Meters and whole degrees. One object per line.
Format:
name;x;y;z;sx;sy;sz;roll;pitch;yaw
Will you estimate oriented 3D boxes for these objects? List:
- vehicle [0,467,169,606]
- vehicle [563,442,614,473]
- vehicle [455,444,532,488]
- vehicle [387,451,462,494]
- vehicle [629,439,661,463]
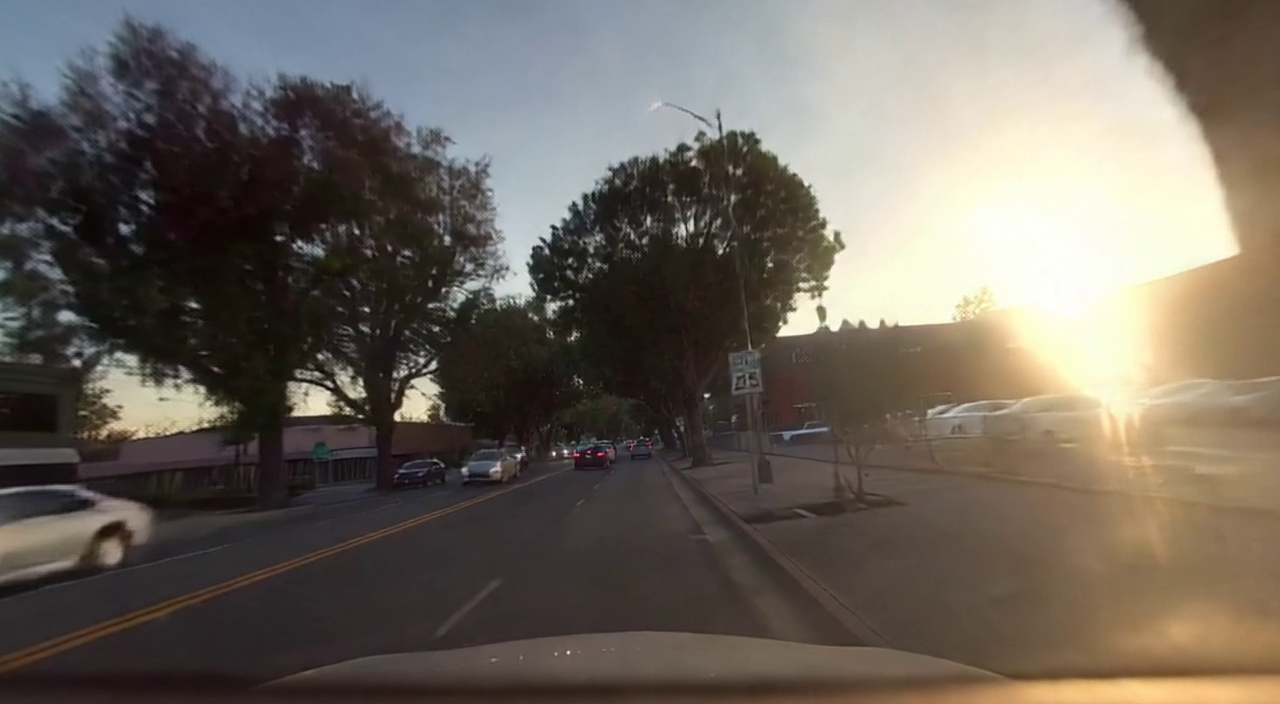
vehicle;-8.614;2.317;7.914;1.952;1.540;4.413;0;-8;1
vehicle;-2.457;5.143;31.030;2.099;1.424;4.609;0;-8;0
vehicle;-5.797;4.530;25.438;2.045;1.619;3.973;0;-8;1
vehicle;-11.026;6.150;32.559;1.978;1.640;4.695;-9;-8;1
vehicle;0.310;6.552;41.871;2.020;1.478;3.922;0;-8;-1
